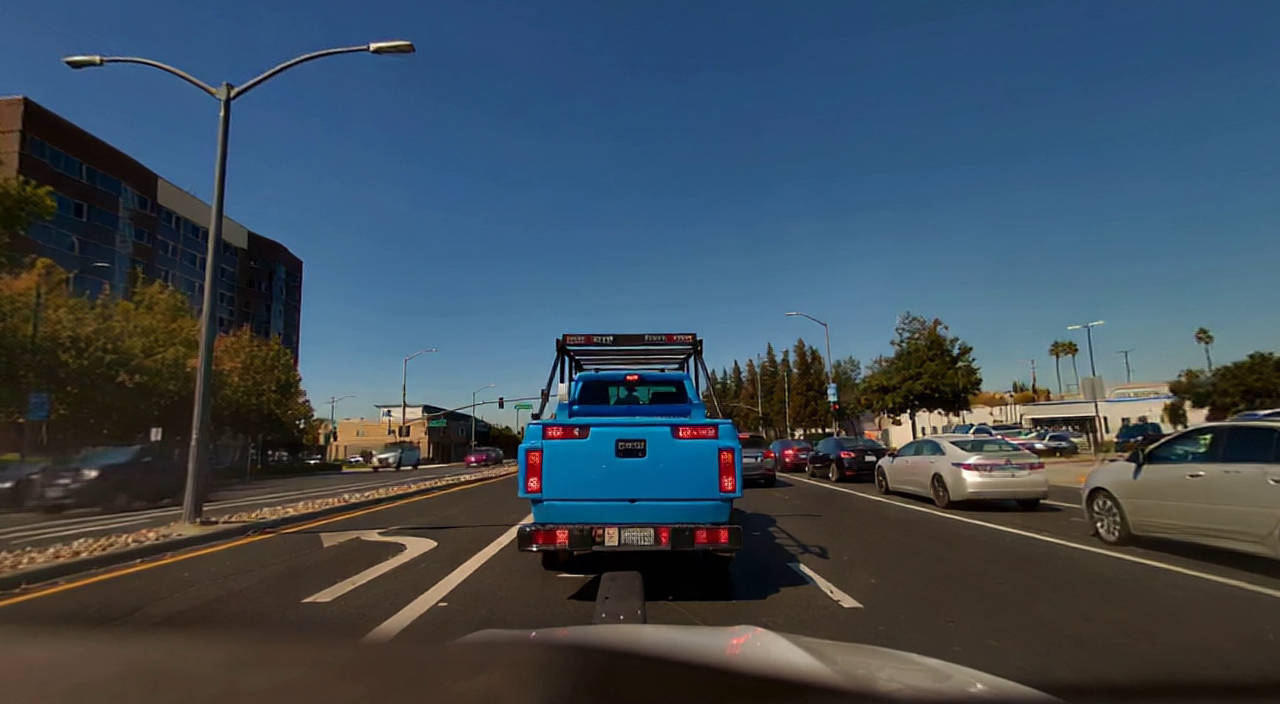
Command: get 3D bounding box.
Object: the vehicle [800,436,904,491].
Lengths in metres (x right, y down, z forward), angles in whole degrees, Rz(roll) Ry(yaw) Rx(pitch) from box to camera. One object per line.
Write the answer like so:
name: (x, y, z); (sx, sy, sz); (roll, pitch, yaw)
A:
vehicle: (7.063, 3.743, 21.592); (1.953, 1.665, 4.327); (0, -9, -2)

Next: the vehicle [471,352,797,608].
vehicle: (-0.099, 1.475, 8.164); (2.682, 2.117, 5.706); (0, -9, -1)

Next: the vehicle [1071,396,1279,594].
vehicle: (6.807, 1.358, 6.132); (2.023, 1.771, 4.488); (0, -9, 0)

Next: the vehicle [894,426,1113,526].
vehicle: (7.070, 2.440, 12.962); (1.931, 1.692, 4.267); (0, -9, 0)

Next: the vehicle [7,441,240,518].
vehicle: (-12.359, 3.039, 15.639); (1.928, 1.591, 4.509); (0, -9, 0)
